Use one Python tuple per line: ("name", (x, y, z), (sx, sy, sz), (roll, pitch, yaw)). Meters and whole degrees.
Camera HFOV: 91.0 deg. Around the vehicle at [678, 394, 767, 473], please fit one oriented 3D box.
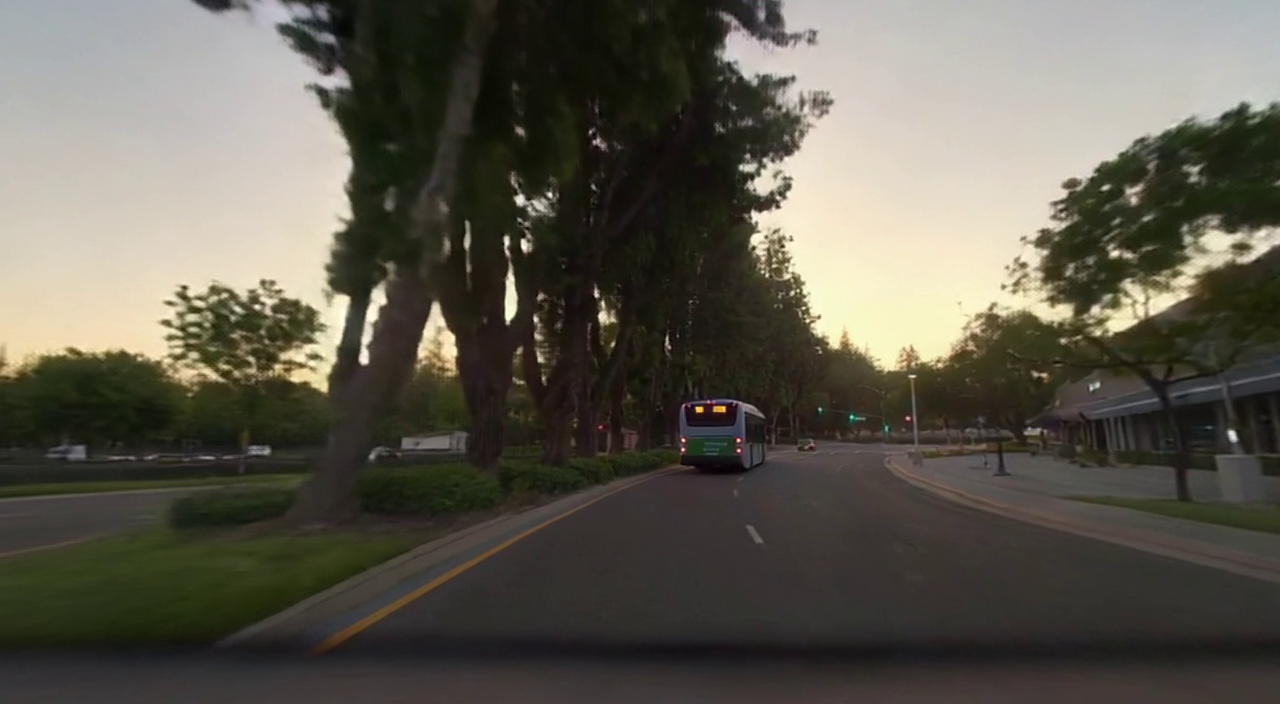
("vehicle", (4.693, 4.434, 33.387), (3.031, 3.429, 11.005), (-3, -9, 16))
